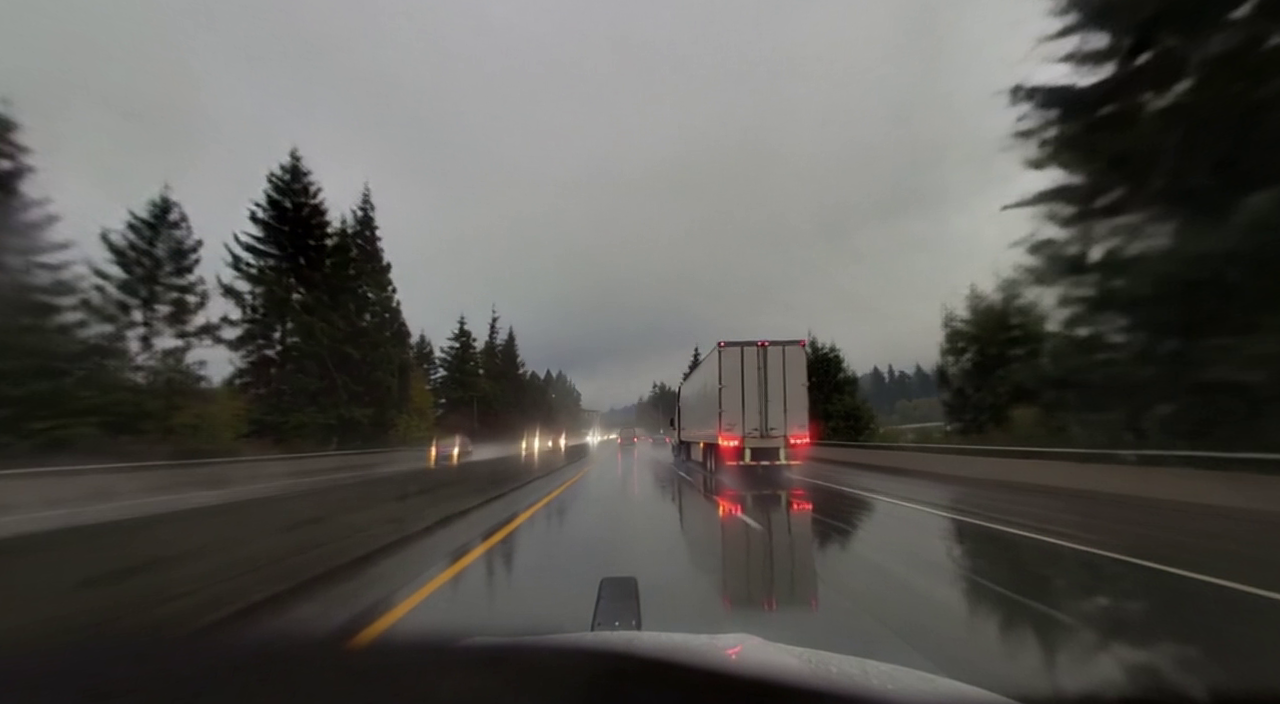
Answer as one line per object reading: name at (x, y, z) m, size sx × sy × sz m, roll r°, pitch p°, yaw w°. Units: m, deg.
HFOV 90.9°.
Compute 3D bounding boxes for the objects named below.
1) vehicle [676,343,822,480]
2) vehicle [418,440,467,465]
vehicle at (3.557, 2.649, 25.267) m, size 3.038 × 3.975 × 13.887 m, roll 0°, pitch -8°, yaw -1°
vehicle at (-13.176, 6.712, 42.336) m, size 1.929 × 1.605 × 4.299 m, roll 0°, pitch -8°, yaw 0°
